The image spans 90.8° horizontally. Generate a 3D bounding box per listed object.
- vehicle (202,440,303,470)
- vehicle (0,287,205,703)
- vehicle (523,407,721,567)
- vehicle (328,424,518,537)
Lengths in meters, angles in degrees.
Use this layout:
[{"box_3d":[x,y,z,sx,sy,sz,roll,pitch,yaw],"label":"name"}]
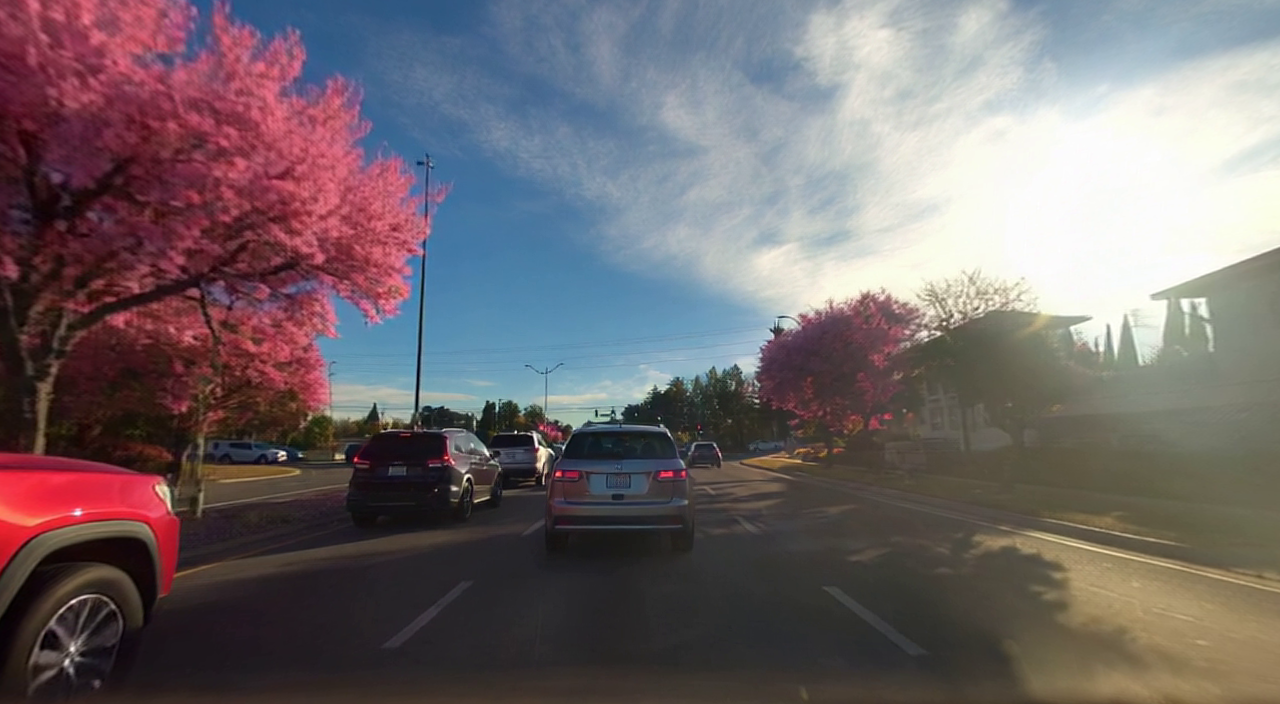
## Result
[{"box_3d":[-28.528,7.579,46.814,5.856,2.096,2.481,3,-9,-18],"label":"vehicle"},{"box_3d":[-3.526,0.528,0.946,2.304,1.928,4.833,0,-8,-1],"label":"vehicle"},{"box_3d":[-0.202,1.745,8.868,2.112,1.693,4.058,0,-8,0],"label":"vehicle"},{"box_3d":[-3.665,2.233,11.641,1.948,1.668,4.279,0,-8,0],"label":"vehicle"}]
